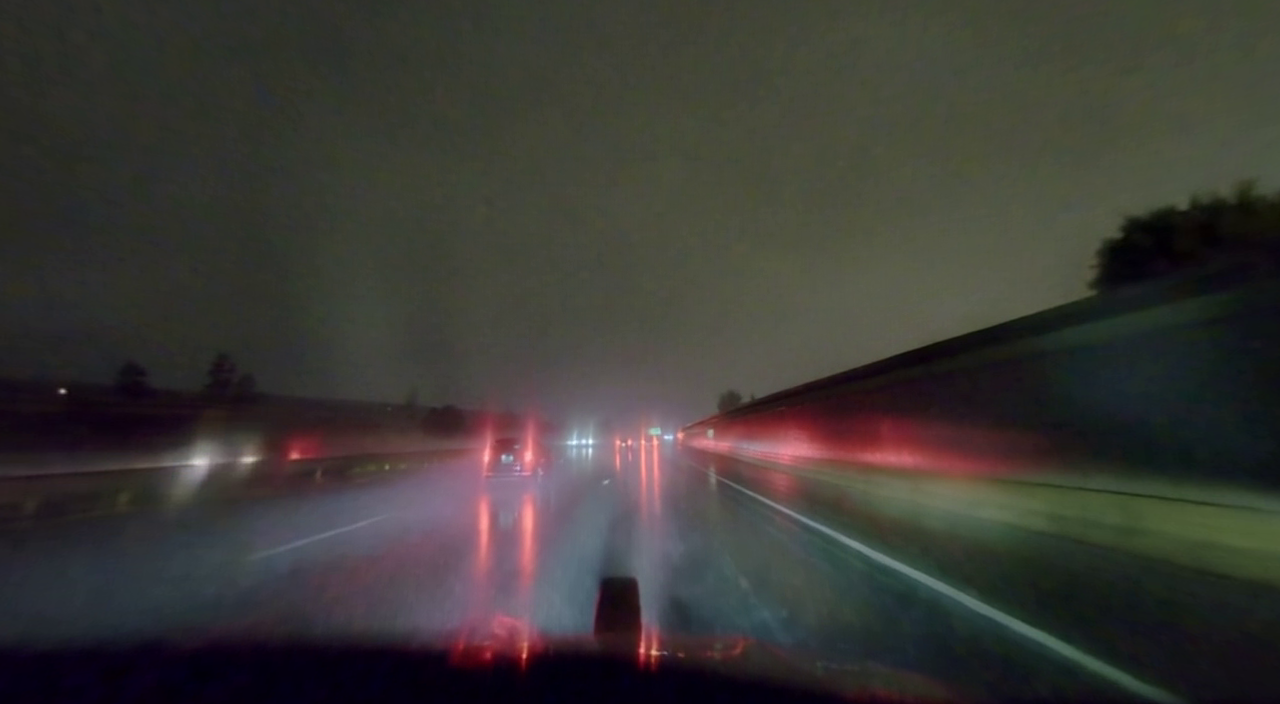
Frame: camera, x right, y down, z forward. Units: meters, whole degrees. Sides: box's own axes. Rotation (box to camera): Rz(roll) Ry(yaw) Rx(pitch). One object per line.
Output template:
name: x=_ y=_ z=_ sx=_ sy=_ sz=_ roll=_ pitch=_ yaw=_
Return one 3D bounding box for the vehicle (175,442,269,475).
vehicle: x=-21.962 y=5.589 z=33.247 sx=1.984 sy=1.589 sz=4.220 roll=0 pitch=-8 yaw=1

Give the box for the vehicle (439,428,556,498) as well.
vehicle: x=-3.557 y=2.845 z=16.607 sx=2.039 sy=1.589 sz=4.324 roll=0 pitch=-8 yaw=0
